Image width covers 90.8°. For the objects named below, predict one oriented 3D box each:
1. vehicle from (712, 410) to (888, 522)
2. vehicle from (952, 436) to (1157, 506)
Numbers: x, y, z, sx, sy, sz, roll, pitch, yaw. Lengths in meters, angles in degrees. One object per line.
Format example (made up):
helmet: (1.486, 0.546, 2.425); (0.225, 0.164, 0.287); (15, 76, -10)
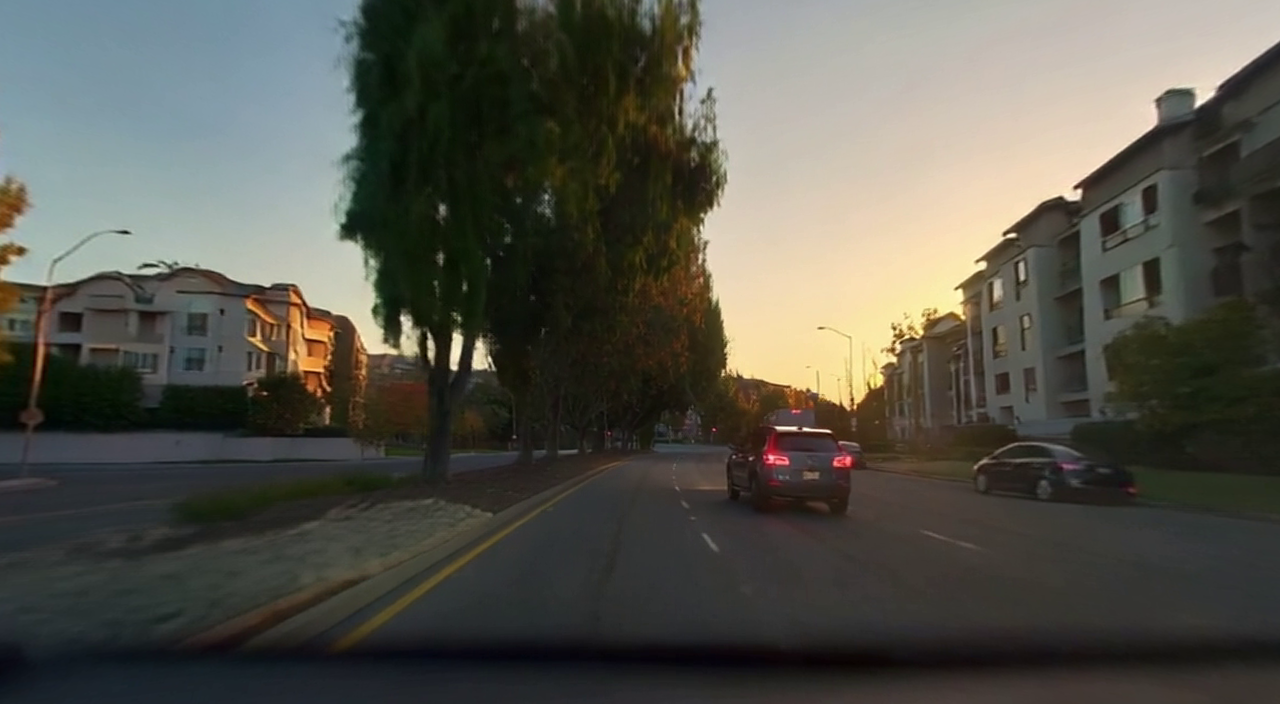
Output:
vehicle: (2.866, 2.194, 12.615); (2.215, 1.812, 4.569); (0, -9, -1)
vehicle: (9.977, 2.875, 15.795); (1.893, 1.469, 4.615); (0, -9, -2)
